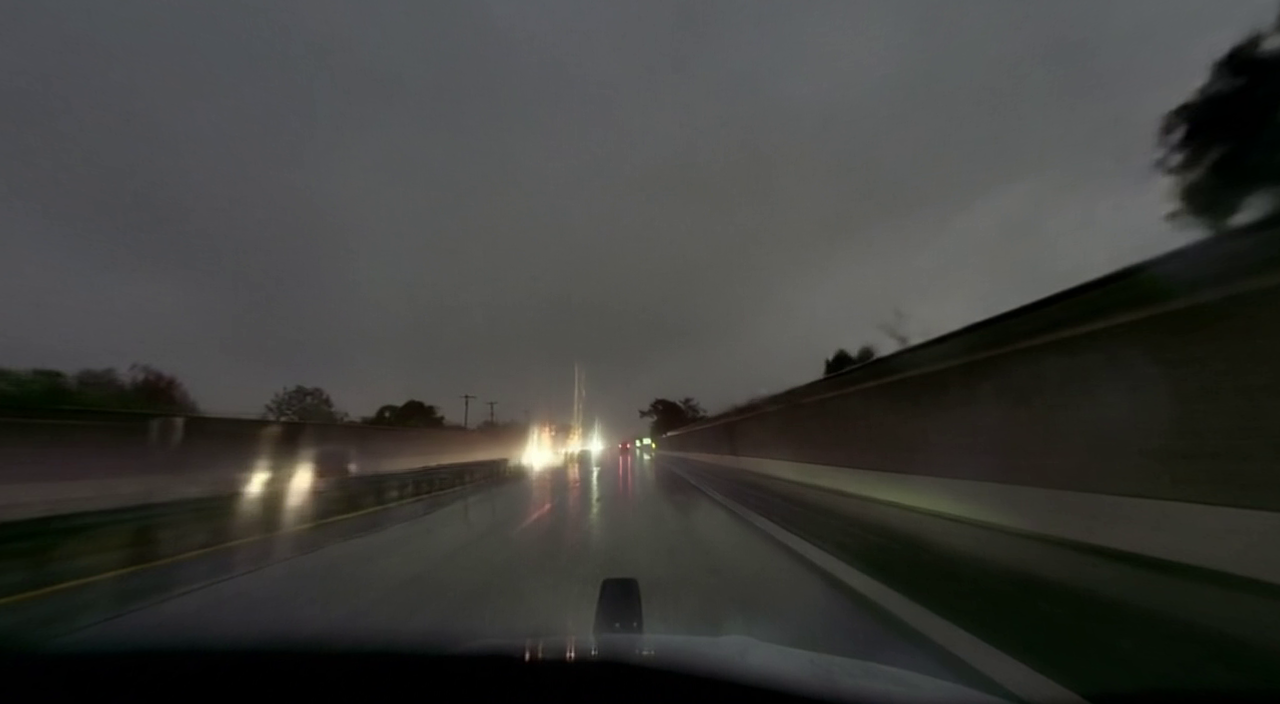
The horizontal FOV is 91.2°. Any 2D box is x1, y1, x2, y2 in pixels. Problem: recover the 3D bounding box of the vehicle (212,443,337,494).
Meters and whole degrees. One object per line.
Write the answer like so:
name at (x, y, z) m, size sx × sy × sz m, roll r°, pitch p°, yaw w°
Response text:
vehicle at (-13.082, 4.162, 22.822) m, size 1.996 × 1.607 × 4.589 m, roll 0°, pitch -9°, yaw -3°
